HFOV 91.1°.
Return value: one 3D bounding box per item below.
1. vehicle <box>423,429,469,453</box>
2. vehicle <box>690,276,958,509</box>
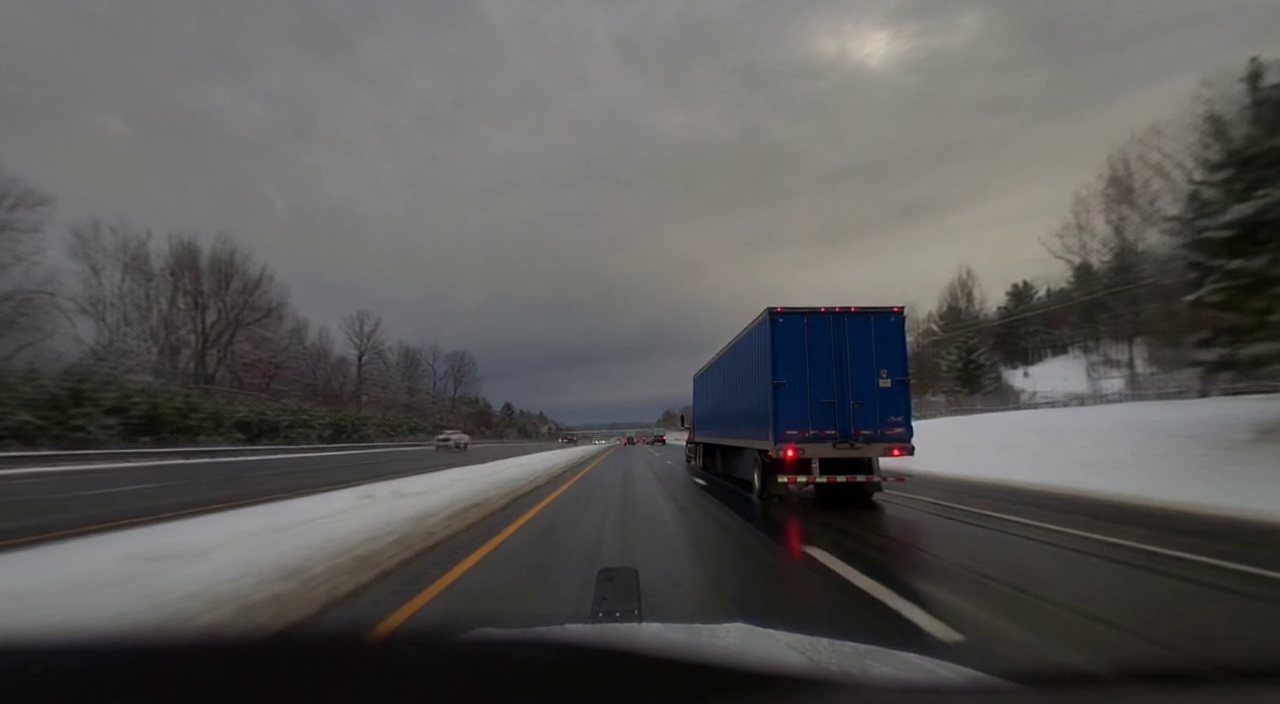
[{"bbox_3d":[-13.291,6.101,43.225,1.878,1.556,4.128,0,-8,-1],"label":"vehicle"},{"bbox_3d":[3.994,1.836,20.024,3.203,4.273,17.131,0,-8,-1],"label":"vehicle"}]
